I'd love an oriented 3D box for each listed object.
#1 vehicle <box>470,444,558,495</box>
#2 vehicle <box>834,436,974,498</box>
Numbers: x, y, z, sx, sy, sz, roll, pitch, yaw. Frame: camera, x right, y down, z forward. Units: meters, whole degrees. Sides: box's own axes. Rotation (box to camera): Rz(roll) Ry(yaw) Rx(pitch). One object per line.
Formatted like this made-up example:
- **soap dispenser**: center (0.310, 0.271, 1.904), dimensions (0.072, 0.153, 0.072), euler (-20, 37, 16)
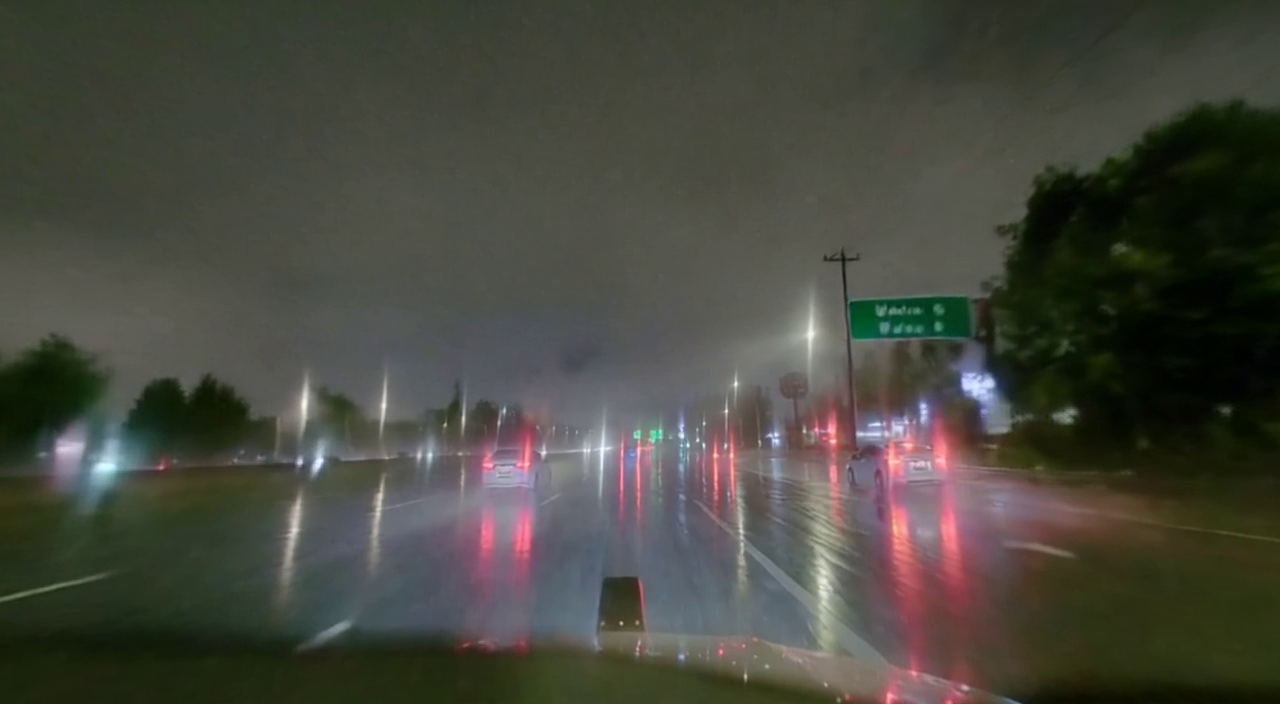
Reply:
- **vehicle**: center (-4.227, 4.023, 21.895), dimensions (2.071, 1.553, 4.388), euler (0, -9, 1)
- **vehicle**: center (7.640, 3.391, 18.987), dimensions (2.035, 1.566, 5.409), euler (0, -9, 2)
